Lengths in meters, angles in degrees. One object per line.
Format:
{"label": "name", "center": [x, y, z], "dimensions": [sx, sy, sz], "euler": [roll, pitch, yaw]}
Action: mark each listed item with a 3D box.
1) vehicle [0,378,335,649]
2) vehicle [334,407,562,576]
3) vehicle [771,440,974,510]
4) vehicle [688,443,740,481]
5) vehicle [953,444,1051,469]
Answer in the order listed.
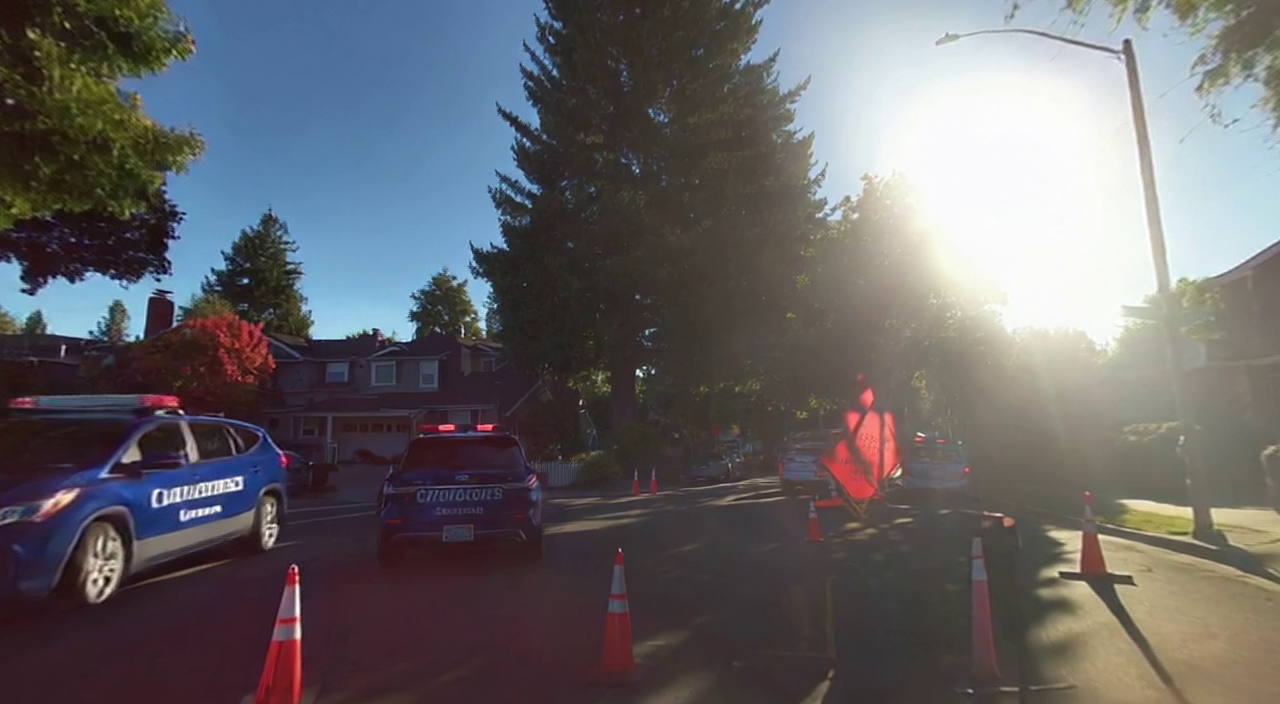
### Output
{"label": "vehicle", "center": [-5.645, 1.483, 6.882], "dimensions": [2.471, 1.892, 4.952], "euler": [1, -9, -5]}
{"label": "vehicle", "center": [-2.664, 1.794, 8.941], "dimensions": [2.350, 1.748, 4.094], "euler": [3, -9, -17]}
{"label": "vehicle", "center": [6.112, 3.173, 16.780], "dimensions": [4.656, 1.577, 2.099], "euler": [1, -8, -17]}
{"label": "vehicle", "center": [3.839, 5.515, 32.040], "dimensions": [2.014, 1.742, 4.297], "euler": [-2, -9, 14]}
{"label": "vehicle", "center": [23.237, 6.729, 40.737], "dimensions": [5.066, 1.534, 1.905], "euler": [-2, -9, 10]}
